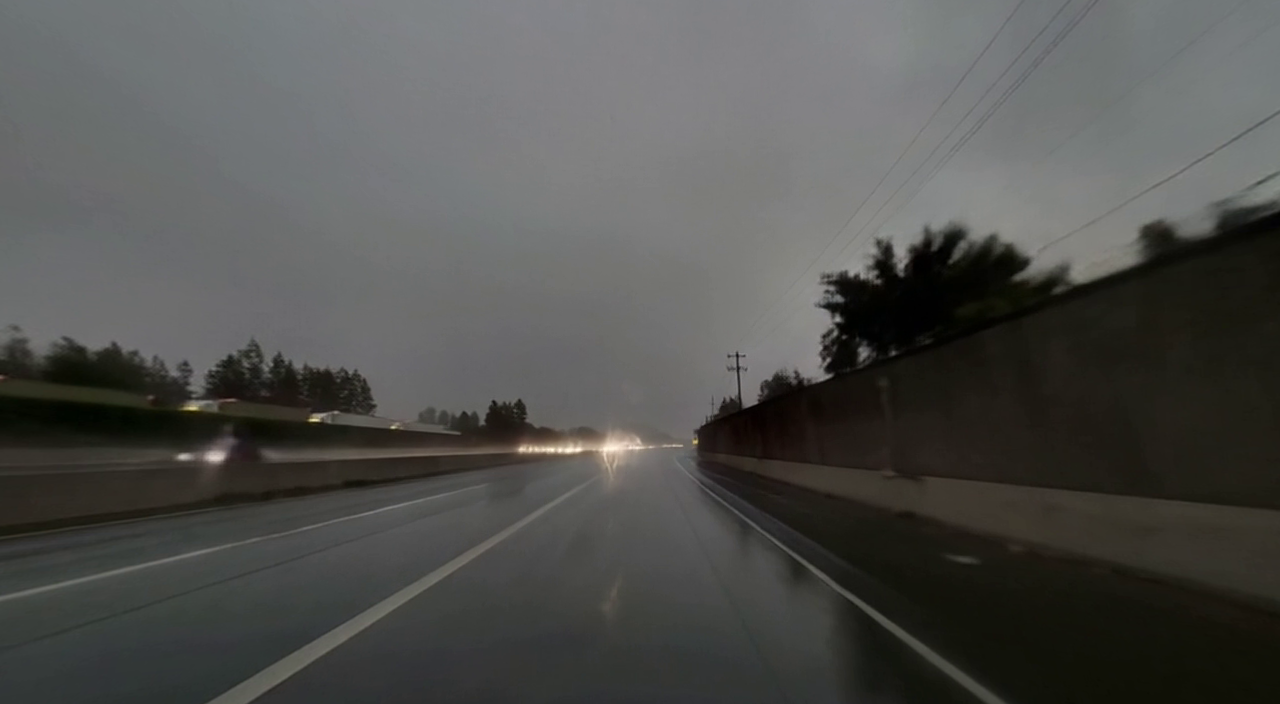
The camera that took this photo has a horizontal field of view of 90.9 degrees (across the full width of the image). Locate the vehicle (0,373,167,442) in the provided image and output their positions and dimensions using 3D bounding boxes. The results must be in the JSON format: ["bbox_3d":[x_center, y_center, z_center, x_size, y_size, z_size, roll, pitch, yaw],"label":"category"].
[{"bbox_3d":[-42.731,4.226,45.620,3.206,3.635,18.419,-3,-10,-2],"label":"vehicle"}]
